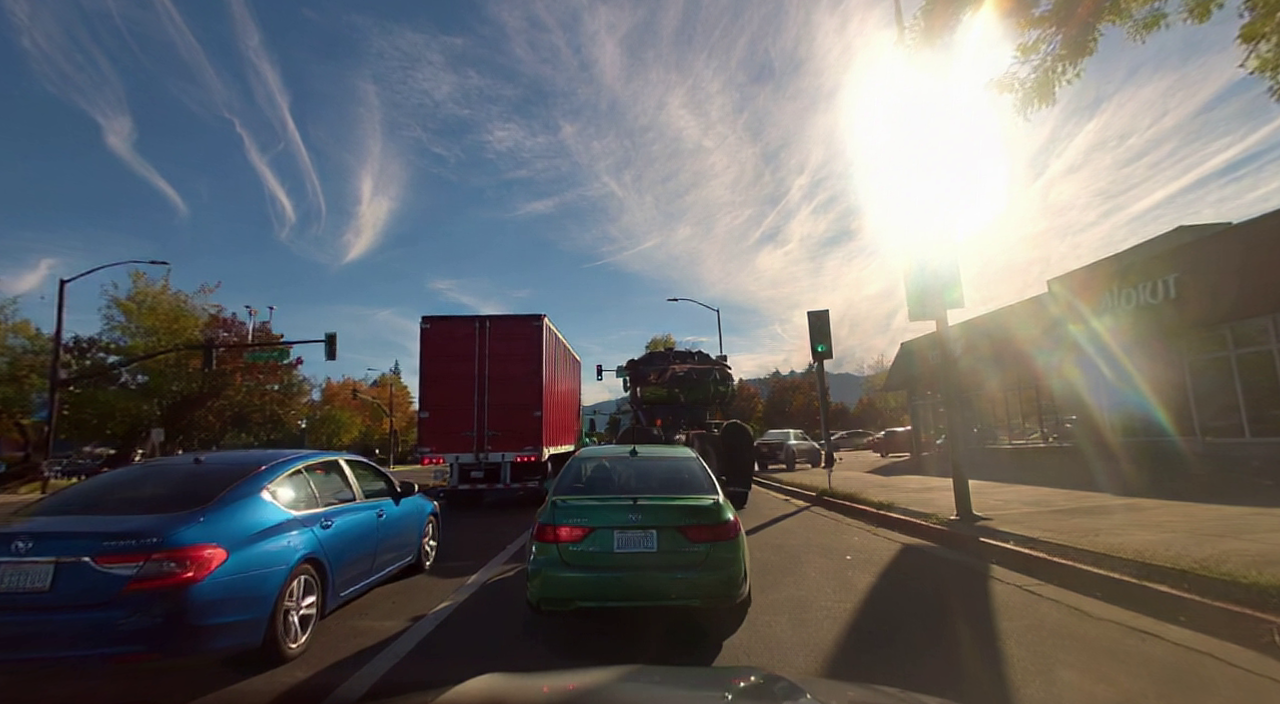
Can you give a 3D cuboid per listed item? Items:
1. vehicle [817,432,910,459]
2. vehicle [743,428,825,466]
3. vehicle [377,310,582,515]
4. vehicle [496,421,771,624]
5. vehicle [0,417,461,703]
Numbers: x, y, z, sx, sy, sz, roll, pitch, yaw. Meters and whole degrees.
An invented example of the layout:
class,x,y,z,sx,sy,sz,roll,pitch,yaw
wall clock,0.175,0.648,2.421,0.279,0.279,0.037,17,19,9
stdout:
class,x,y,z,sx,sy,sz,roll,pitch,yaw
vehicle,12.681,5.351,35.839,4.574,1.478,1.880,0,-8,3
vehicle,7.525,5.044,33.375,2.061,1.845,4.829,3,-9,-17
vehicle,-3.267,1.604,15.187,3.020,3.800,7.105,0,-8,0
vehicle,-0.100,1.595,6.870,2.067,1.506,4.118,0,-8,-2
vehicle,-3.102,1.370,5.177,1.969,1.471,4.378,0,-8,0
